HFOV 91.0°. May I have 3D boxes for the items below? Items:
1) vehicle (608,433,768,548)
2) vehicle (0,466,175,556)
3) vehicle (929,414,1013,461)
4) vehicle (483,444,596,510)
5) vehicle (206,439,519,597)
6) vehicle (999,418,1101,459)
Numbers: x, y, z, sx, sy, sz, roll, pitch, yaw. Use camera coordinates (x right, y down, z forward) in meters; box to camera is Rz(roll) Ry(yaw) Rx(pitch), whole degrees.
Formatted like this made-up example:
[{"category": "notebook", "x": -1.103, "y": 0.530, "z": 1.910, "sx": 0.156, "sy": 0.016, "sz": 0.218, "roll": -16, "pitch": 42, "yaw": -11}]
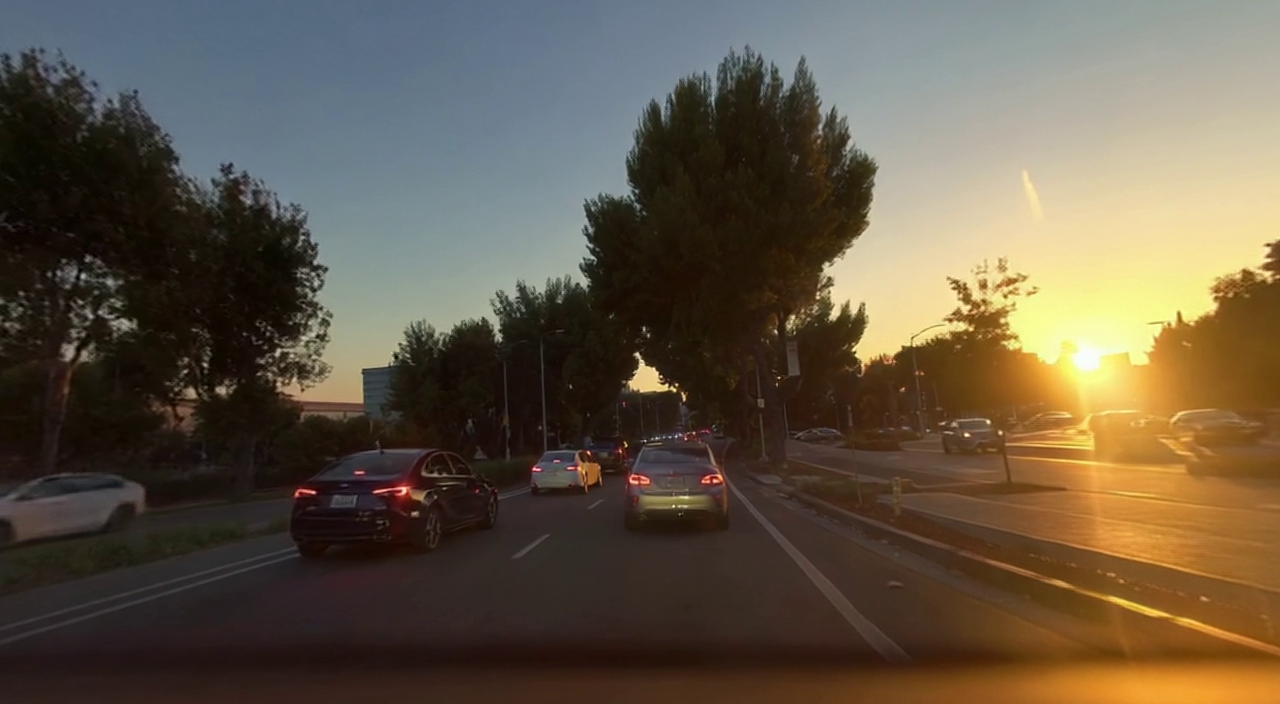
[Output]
[{"category": "vehicle", "x": 0.734, "y": 2.187, "z": 10.630, "sx": 2.142, "sy": 1.528, "sz": 4.133, "roll": 0, "pitch": -9, "yaw": 3}, {"category": "vehicle", "x": -12.347, "y": 3.158, "z": 12.933, "sx": 1.911, "sy": 1.494, "sz": 4.471, "roll": -1, "pitch": -9, "yaw": 4}, {"category": "vehicle", "x": 14.895, "y": 3.926, "z": 28.662, "sx": 2.288, "sy": 1.933, "sz": 4.612, "roll": -2, "pitch": -9, "yaw": 14}, {"category": "vehicle", "x": -2.464, "y": 3.205, "z": 16.608, "sx": 1.870, "sy": 1.490, "sz": 4.187, "roll": -1, "pitch": -9, "yaw": 6}, {"category": "vehicle", "x": -3.134, "y": 1.936, "z": 8.308, "sx": 1.940, "sy": 1.502, "sz": 4.241, "roll": -1, "pitch": -9, "yaw": 4}, {"category": "vehicle", "x": 18.157, "y": 3.897, "z": 28.137, "sx": 1.803, "sy": 1.518, "sz": 3.893, "roll": -6, "pitch": -9, "yaw": 0}]
